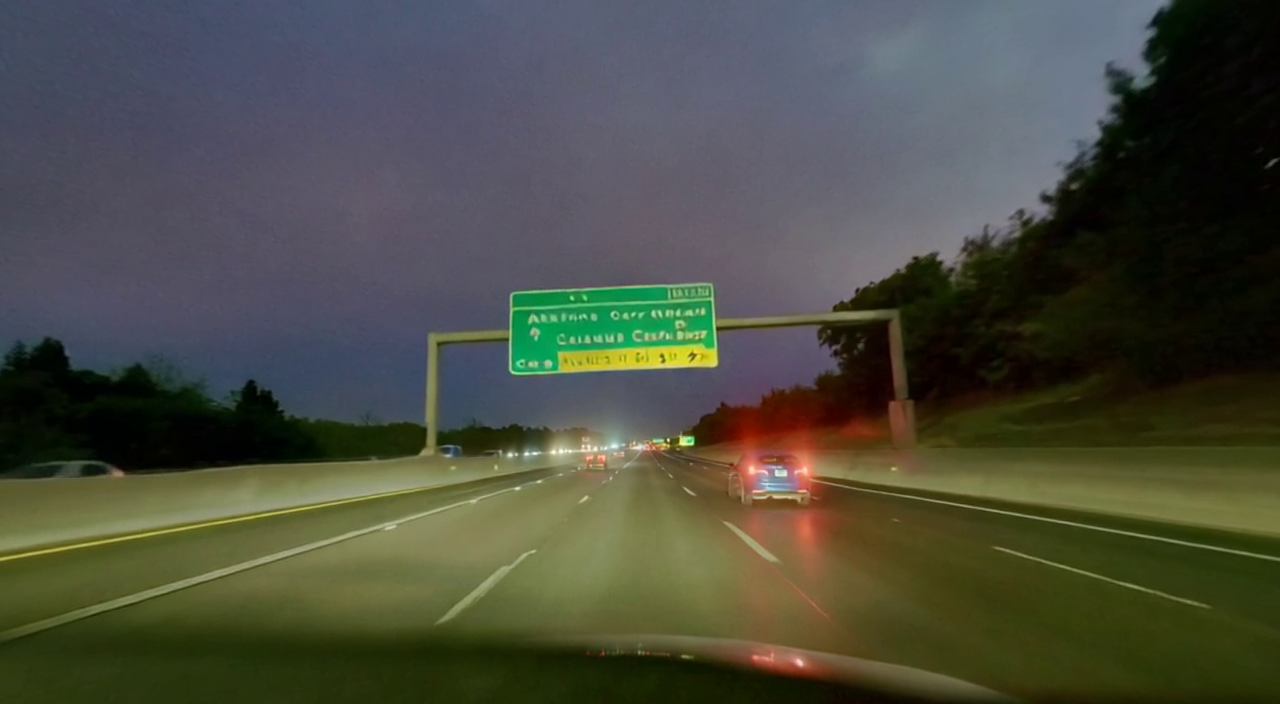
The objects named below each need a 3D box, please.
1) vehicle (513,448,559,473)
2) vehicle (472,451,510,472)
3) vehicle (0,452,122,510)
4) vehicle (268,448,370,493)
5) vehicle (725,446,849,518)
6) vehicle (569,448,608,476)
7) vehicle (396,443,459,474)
[{"bbox_3d":[-6.710,7.046,41.153,2.107,1.541,4.713,1,-9,1],"label":"vehicle"},{"bbox_3d":[-11.253,8.249,47.637,1.868,1.435,3.659,1,-9,2],"label":"vehicle"},{"bbox_3d":[-18.090,3.700,18.420,1.881,1.508,4.584,0,-9,1],"label":"vehicle"},{"bbox_3d":[-11.745,4.327,23.309,1.767,1.457,3.697,1,-9,0],"label":"vehicle"},{"bbox_3d":[3.384,3.060,15.388,1.979,1.486,4.125,1,-9,-1],"label":"vehicle"},{"bbox_3d":[-3.111,6.791,39.099,2.030,1.563,4.389,1,-9,0],"label":"vehicle"},{"bbox_3d":[-14.692,7.371,43.922,2.313,1.980,5.831,1,-9,1],"label":"vehicle"}]
